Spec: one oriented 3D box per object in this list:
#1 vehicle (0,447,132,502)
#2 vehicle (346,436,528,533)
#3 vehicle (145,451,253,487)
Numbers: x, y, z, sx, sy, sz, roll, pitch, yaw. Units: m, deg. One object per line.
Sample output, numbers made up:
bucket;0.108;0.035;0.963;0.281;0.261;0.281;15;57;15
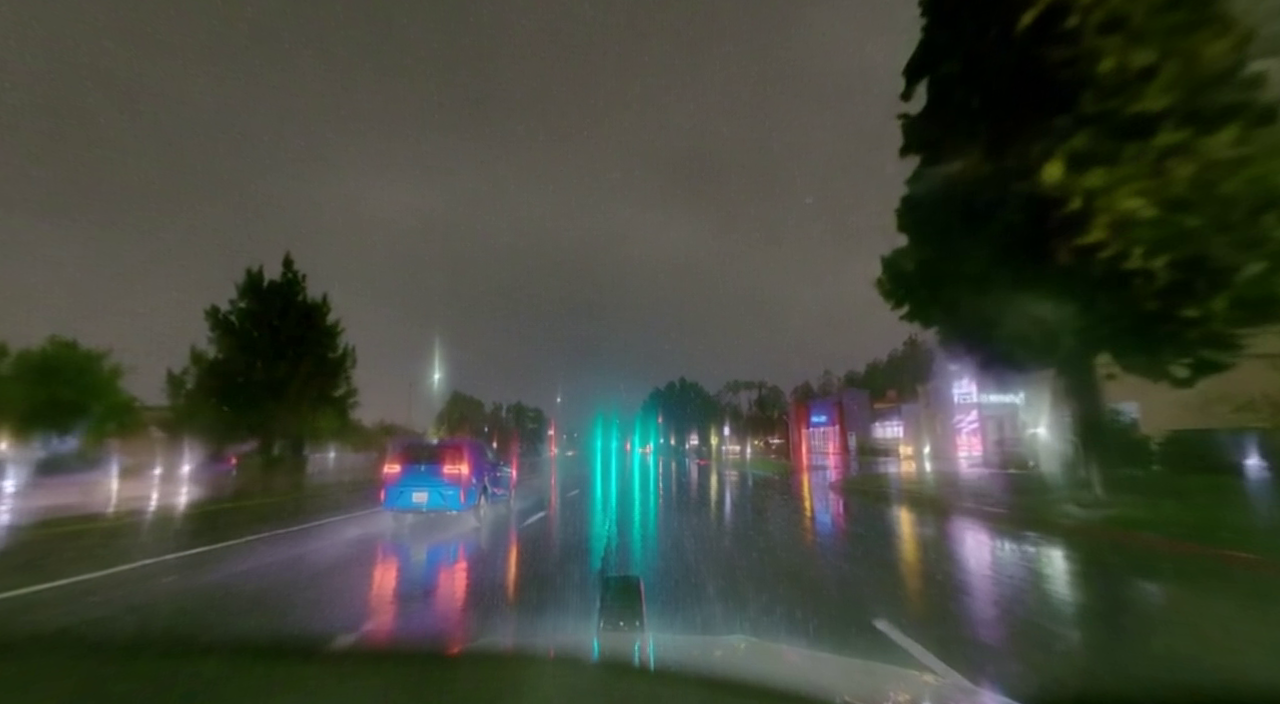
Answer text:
vehicle;-22.823;4.676;24.686;1.986;1.897;4.636;0;-8;0
vehicle;-3.491;2.353;11.839;2.005;1.477;4.169;0;-8;0
vehicle;-22.773;6.019;32.906;2.031;1.699;5.011;0;-8;-1
